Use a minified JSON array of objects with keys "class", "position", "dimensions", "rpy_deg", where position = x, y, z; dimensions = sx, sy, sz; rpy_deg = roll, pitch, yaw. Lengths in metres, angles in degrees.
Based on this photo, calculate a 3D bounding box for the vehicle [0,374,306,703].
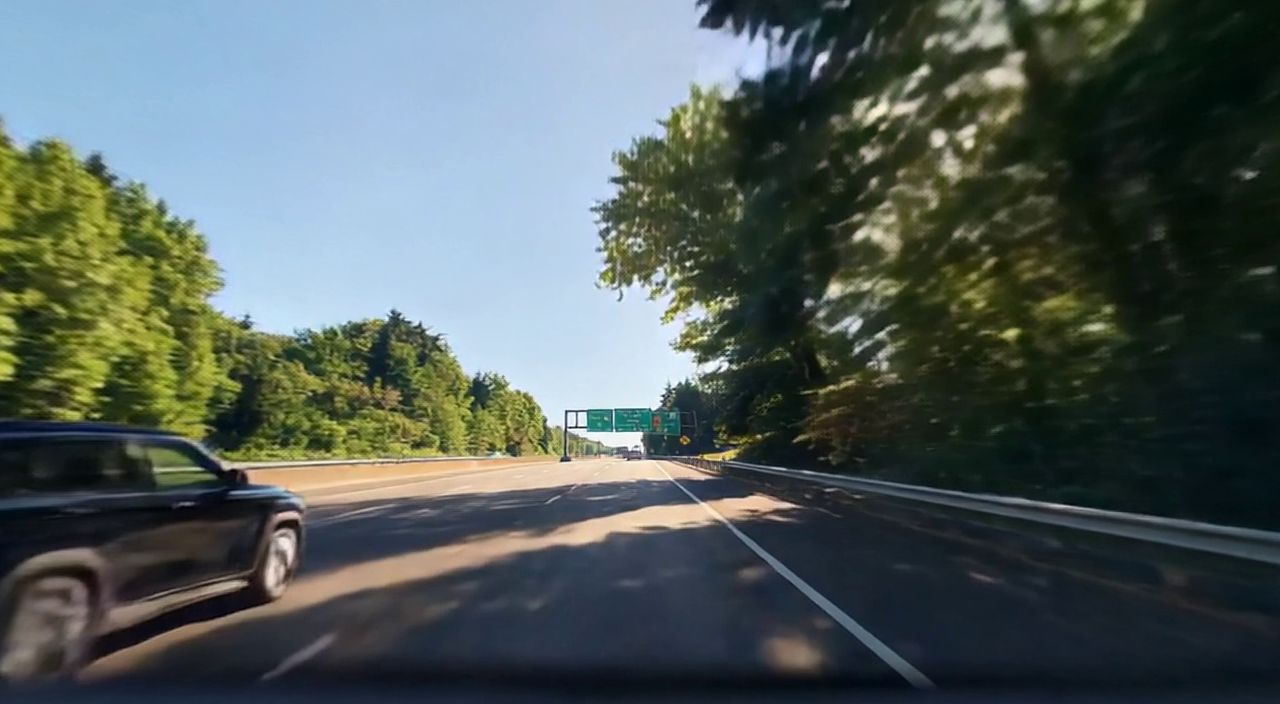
[{"class":"vehicle","position":[-3.880,0.980,3.099],"dimensions":[2.104,1.626,4.283],"rpy_deg":[0,-9,0]}]
